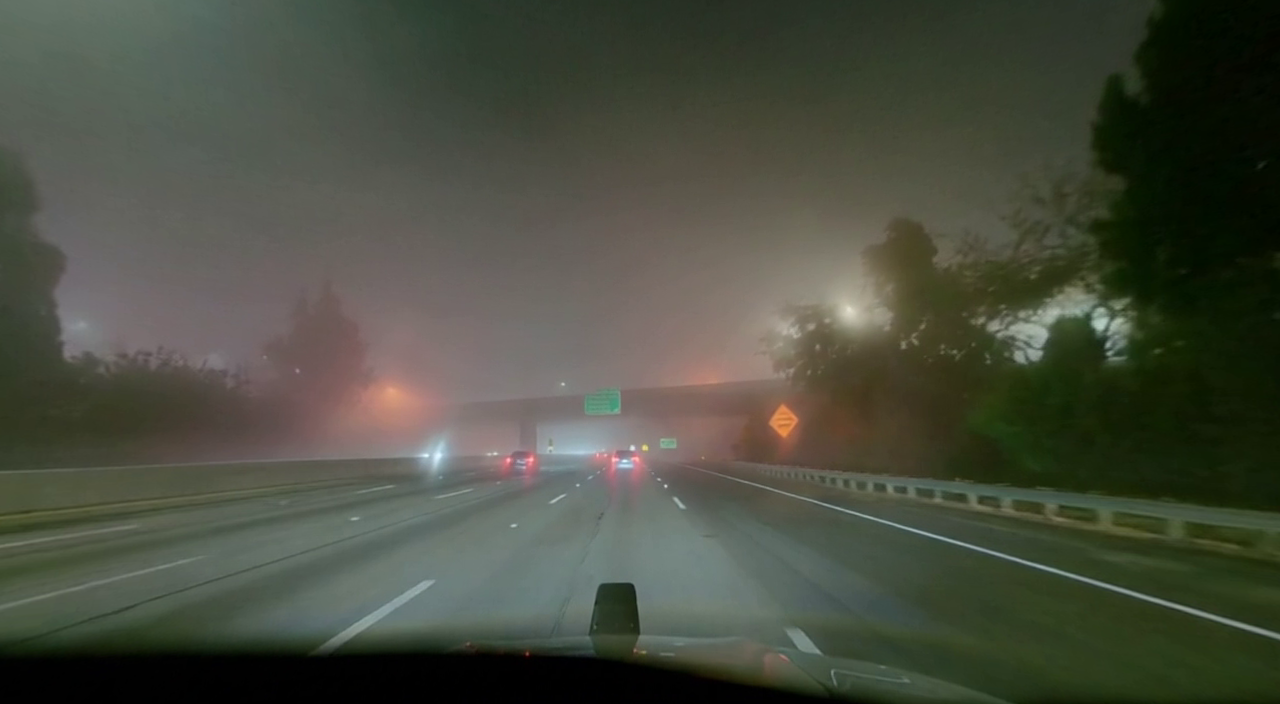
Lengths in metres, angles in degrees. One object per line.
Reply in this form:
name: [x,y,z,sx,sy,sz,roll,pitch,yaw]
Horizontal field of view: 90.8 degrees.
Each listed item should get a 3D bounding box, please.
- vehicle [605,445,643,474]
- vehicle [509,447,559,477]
vehicle: [-0.920,6.312,37.262,2.109,1.638,3.856,0,-9,-1]
vehicle: [-5.657,5.899,34.164,1.997,1.507,4.248,0,-9,-1]
